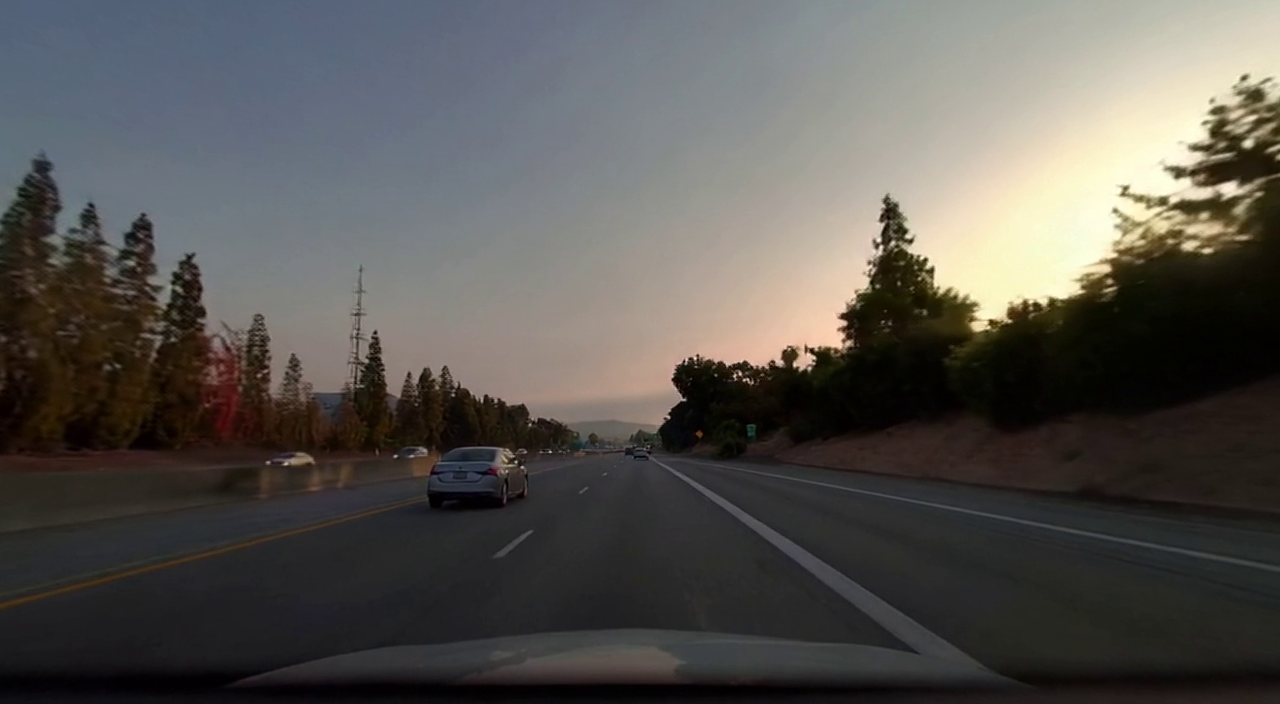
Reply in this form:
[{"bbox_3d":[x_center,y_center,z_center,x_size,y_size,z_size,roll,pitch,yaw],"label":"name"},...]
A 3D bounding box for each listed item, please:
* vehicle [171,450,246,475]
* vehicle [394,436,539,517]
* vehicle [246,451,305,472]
[{"bbox_3d":[-32.550,8.312,47.831,1.999,1.728,5.171,0,-9,0],"label":"vehicle"},{"bbox_3d":[-3.682,2.727,14.361,2.050,1.547,4.266,0,-9,0],"label":"vehicle"},{"bbox_3d":[-28.064,8.432,48.789,1.799,1.513,4.499,0,-9,1],"label":"vehicle"}]
